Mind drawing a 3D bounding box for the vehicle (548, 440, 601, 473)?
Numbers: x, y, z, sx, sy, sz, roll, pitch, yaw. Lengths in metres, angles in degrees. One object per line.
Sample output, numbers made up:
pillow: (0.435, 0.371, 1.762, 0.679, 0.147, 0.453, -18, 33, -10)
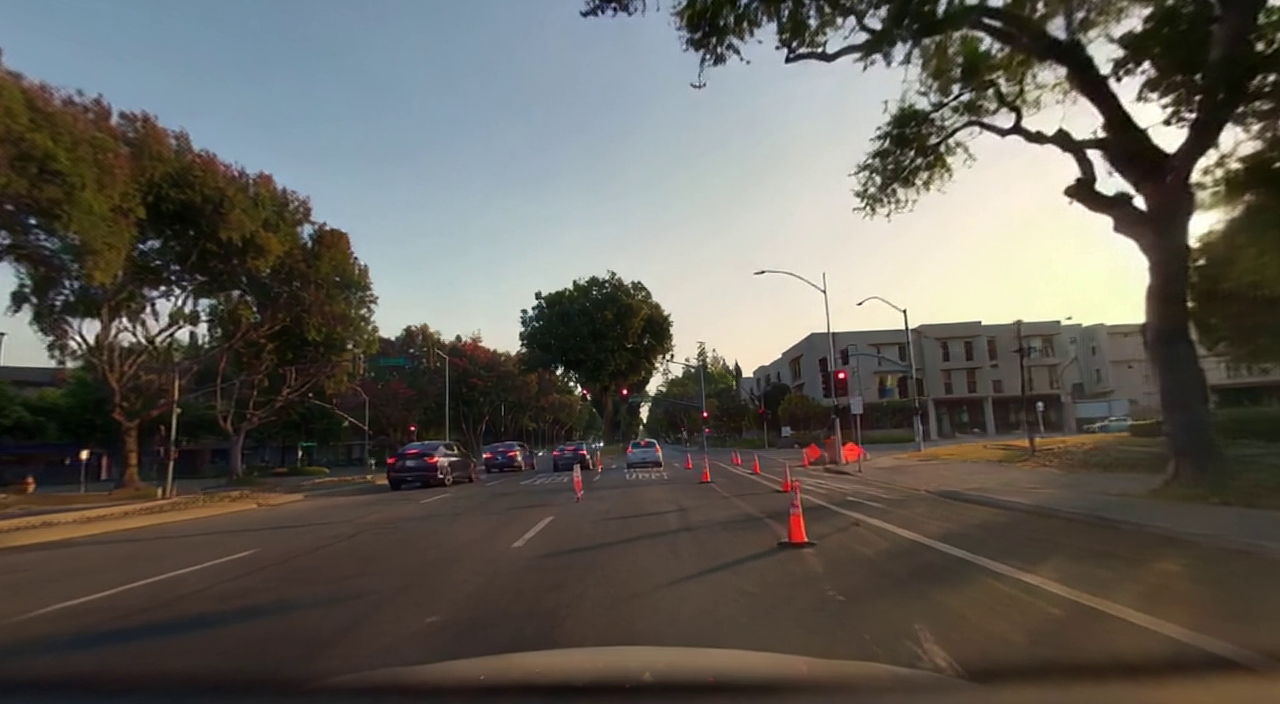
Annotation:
vehicle: (-2.961, 4.828, 29.407, 1.946, 1.437, 4.154, 0, -8, 1)

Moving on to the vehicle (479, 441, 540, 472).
vehicle: (-6.493, 5.262, 32.037, 2.074, 1.447, 4.224, 0, -8, 2)

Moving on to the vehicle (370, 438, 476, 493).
vehicle: (-6.749, 3.554, 20.161, 1.869, 1.570, 4.064, 0, -8, 1)

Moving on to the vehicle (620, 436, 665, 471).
vehicle: (0.119, 4.758, 29.742, 1.985, 1.521, 3.968, 0, -8, 1)
